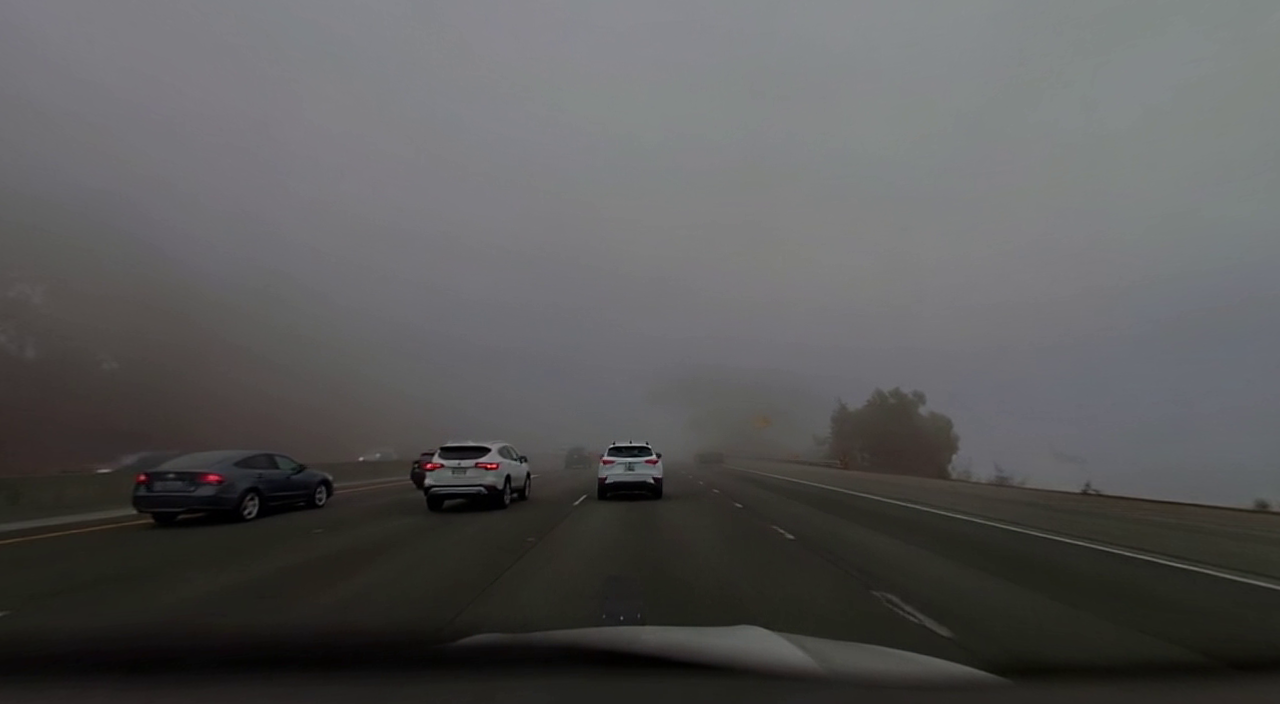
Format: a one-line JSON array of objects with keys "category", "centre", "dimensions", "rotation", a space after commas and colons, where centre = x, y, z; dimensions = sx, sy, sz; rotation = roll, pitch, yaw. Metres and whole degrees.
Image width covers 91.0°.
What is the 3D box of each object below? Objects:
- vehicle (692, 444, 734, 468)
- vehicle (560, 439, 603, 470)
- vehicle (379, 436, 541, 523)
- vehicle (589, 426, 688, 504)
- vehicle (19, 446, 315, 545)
[{"category": "vehicle", "centre": [4.586, 6.637, 40.403], "dimensions": [2.006, 1.474, 4.669], "rotation": [0, -9, -2]}, {"category": "vehicle", "centre": [-3.497, 6.223, 38.431], "dimensions": [2.142, 1.808, 4.266], "rotation": [0, -9, 1]}, {"category": "vehicle", "centre": [-3.486, 2.543, 13.168], "dimensions": [2.011, 1.498, 4.341], "rotation": [0, -9, 1]}, {"category": "vehicle", "centre": [-0.027, 2.855, 16.237], "dimensions": [2.223, 1.722, 4.177], "rotation": [0, -9, 0]}, {"category": "vehicle", "centre": [-7.792, 2.350, 11.034], "dimensions": [1.948, 1.391, 4.111], "rotation": [0, -9, 1]}]
